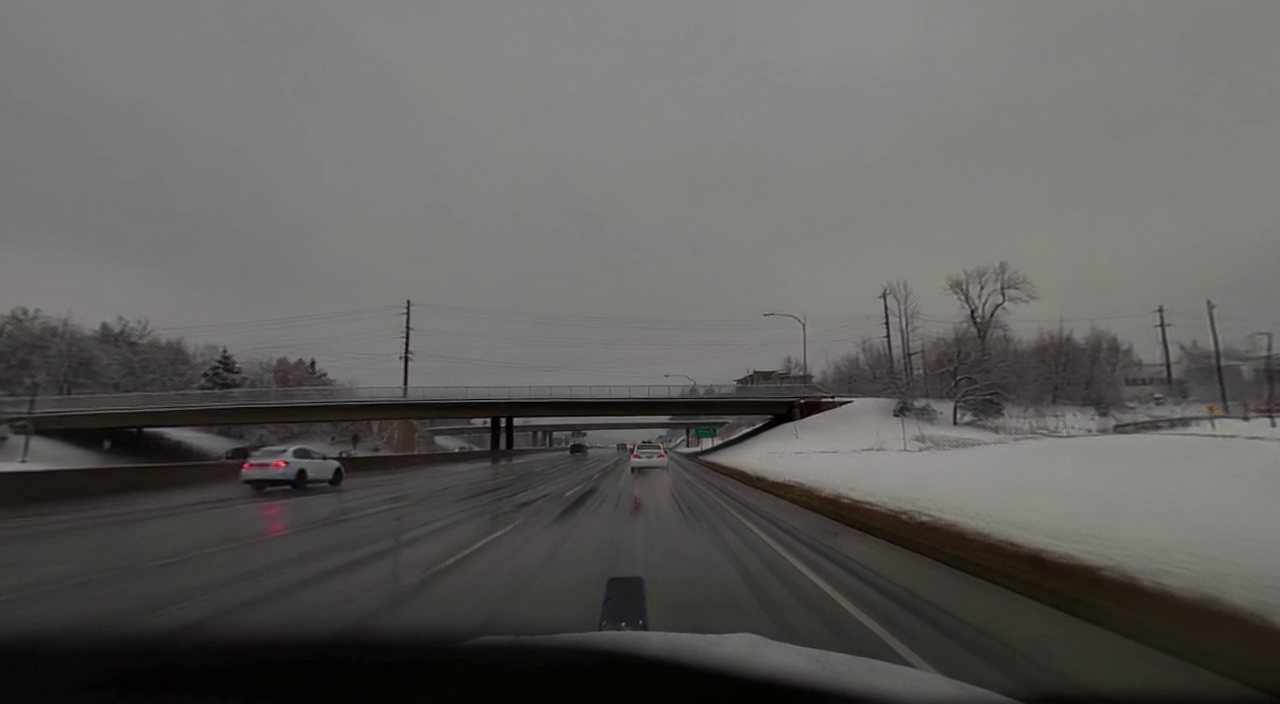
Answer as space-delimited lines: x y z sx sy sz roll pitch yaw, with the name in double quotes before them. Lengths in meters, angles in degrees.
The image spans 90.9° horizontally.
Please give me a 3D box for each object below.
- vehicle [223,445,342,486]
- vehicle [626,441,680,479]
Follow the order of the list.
"vehicle" -14.437 4.570 25.877 1.960 1.505 4.854 0 -9 2
"vehicle" 0.533 4.626 27.328 2.145 1.493 4.146 0 -9 0
